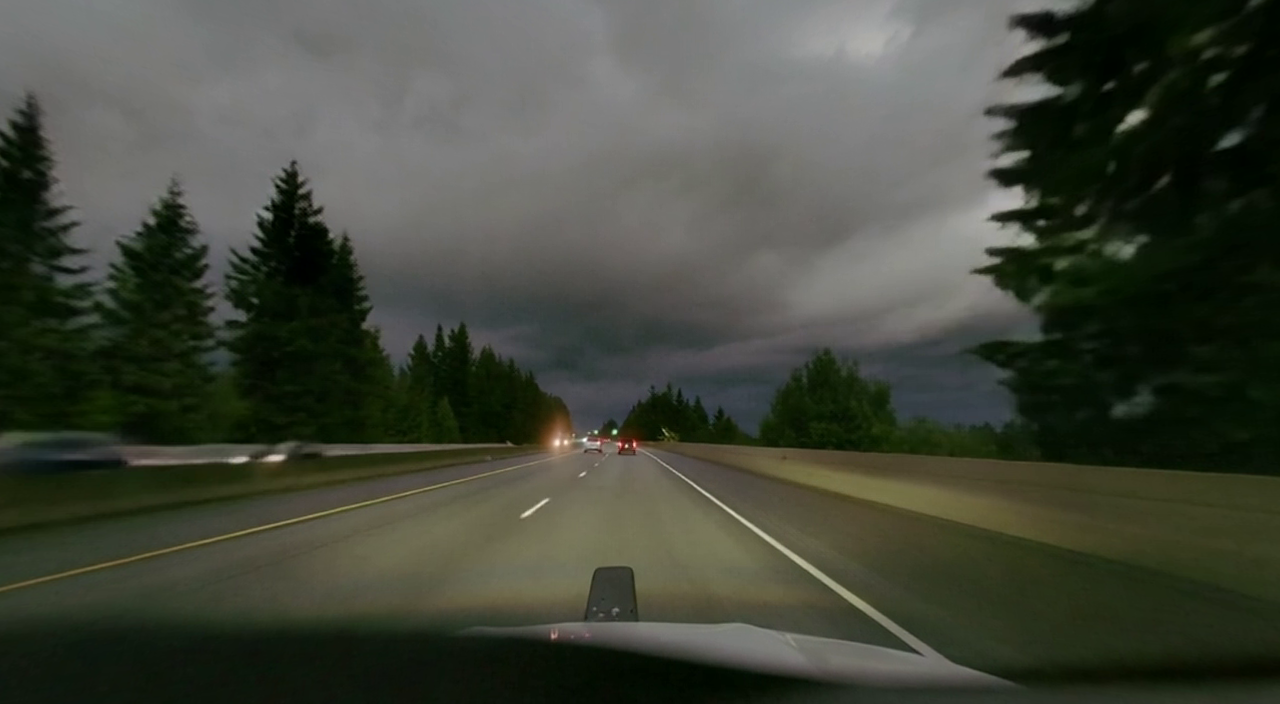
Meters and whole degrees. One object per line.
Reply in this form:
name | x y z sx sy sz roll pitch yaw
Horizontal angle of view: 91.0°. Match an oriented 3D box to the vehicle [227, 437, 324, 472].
vehicle | -16.992 4.784 29.653 1.926 1.498 4.456 0 -8 0
